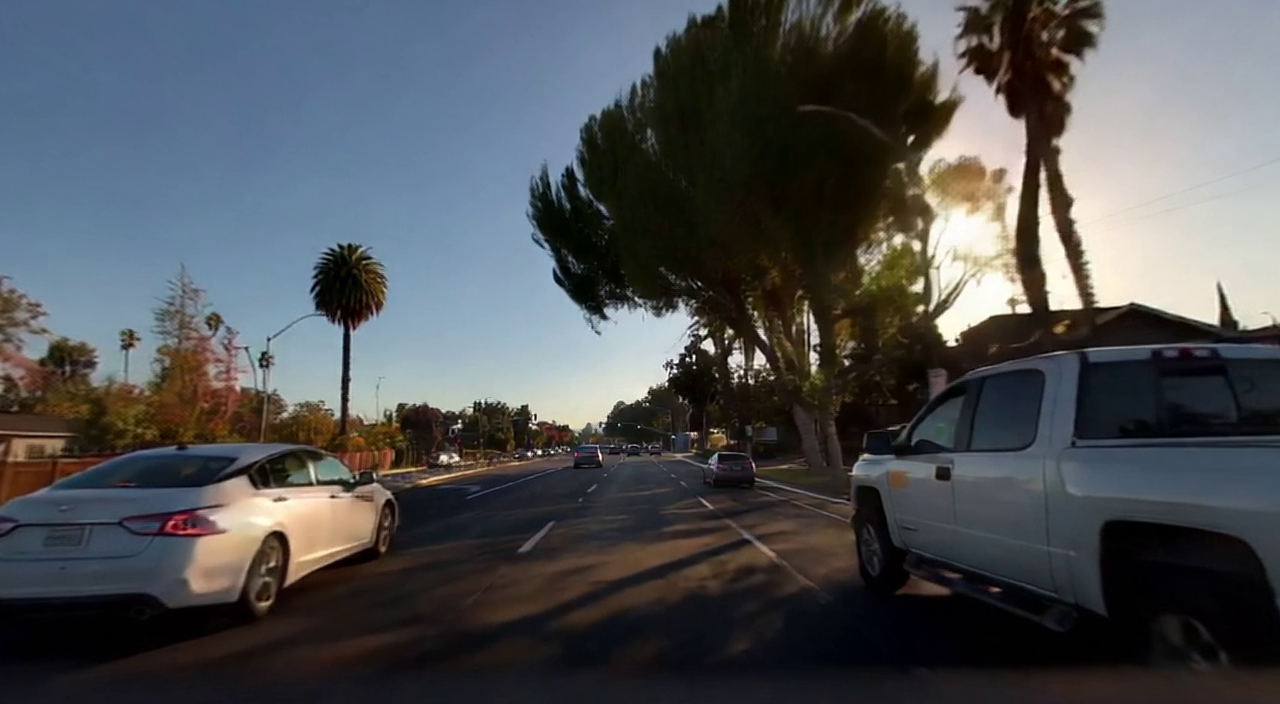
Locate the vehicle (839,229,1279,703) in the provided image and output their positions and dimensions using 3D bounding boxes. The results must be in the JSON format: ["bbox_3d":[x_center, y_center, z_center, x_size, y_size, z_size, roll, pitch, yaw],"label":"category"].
[{"bbox_3d":[3.381,0.875,3.854,2.478,2.030,5.723,0,-9,0],"label":"vehicle"}]

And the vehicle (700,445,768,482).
[{"bbox_3d":[3.918,4.739,27.158,2.149,1.421,4.805,0,-8,0],"label":"vehicle"}]

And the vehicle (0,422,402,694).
[{"bbox_3d":[-3.980,1.479,5.743,2.094,1.509,4.286,0,-9,-2],"label":"vehicle"}]

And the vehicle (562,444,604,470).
[{"bbox_3d":[-3.539,6.635,40.090,2.263,1.548,4.555,0,-8,-1],"label":"vehicle"}]
